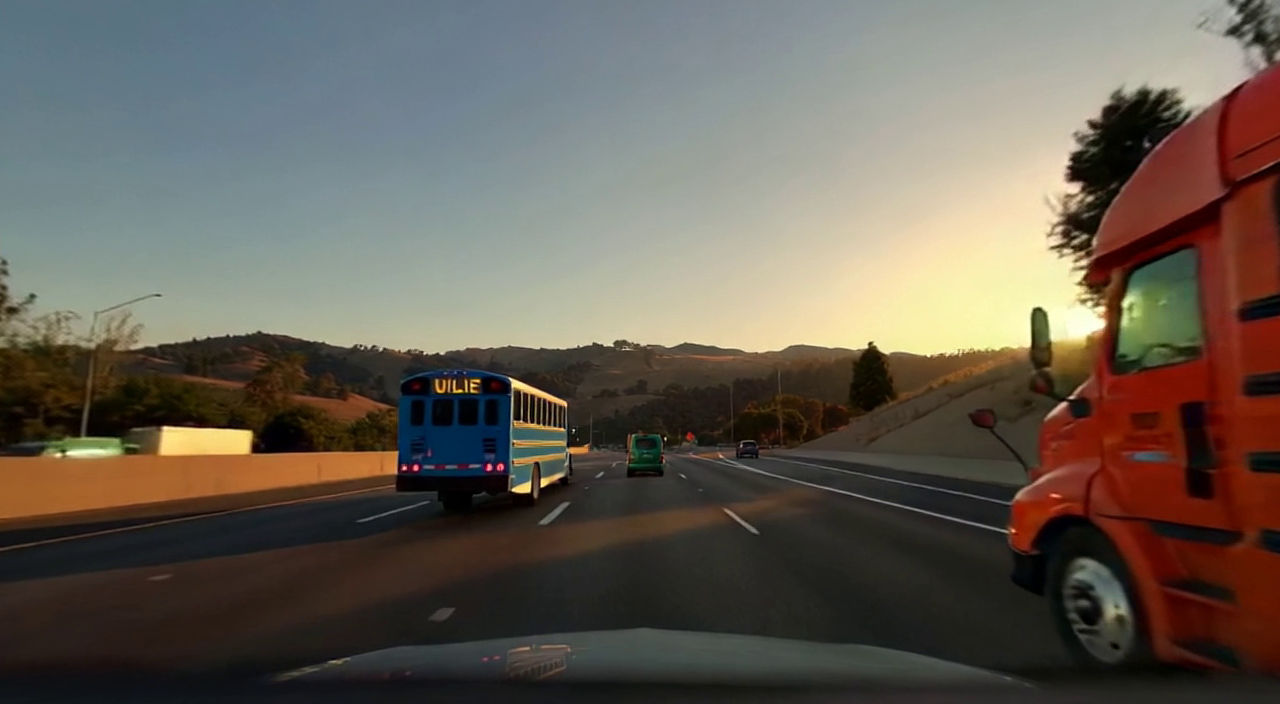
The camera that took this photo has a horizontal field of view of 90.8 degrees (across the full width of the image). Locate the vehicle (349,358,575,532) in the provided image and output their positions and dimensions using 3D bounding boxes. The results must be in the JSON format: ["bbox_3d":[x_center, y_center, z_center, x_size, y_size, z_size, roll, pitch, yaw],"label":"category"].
[{"bbox_3d":[-3.513,2.197,15.063,2.947,3.009,7.991,0,-8,1],"label":"vehicle"}]

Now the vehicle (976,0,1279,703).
[{"bbox_3d":[4.131,-0.188,1.333,3.050,3.810,6.889,-1,-8,2],"label":"vehicle"}]

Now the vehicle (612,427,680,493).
[{"bbox_3d":[0.147,3.548,21.088,2.037,1.929,4.343,0,-9,-1],"label":"vehicle"}]

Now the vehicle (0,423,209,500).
[{"bbox_3d":[-24.849,4.910,29.033,2.983,2.881,9.944,0,-9,0],"label":"vehicle"}]
